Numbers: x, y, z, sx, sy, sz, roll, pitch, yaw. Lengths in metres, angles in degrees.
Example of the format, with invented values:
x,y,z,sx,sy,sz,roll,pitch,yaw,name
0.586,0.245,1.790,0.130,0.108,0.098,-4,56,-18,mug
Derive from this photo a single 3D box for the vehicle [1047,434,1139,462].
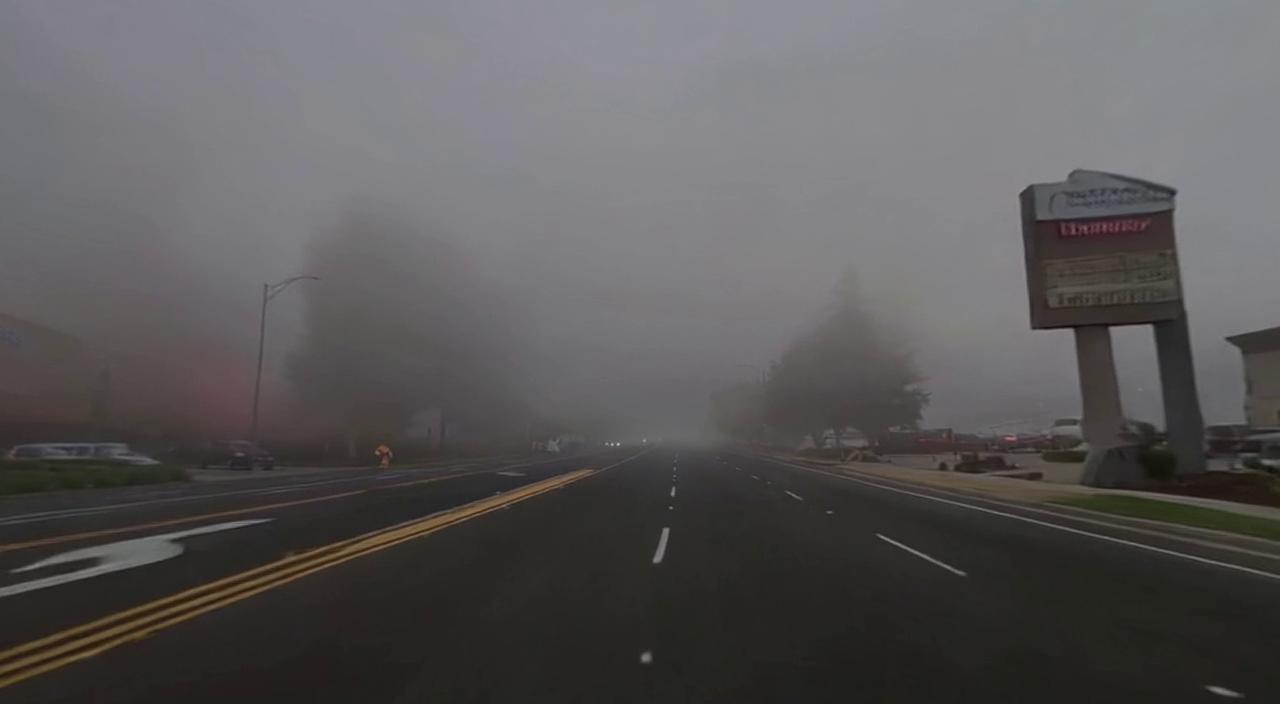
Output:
x,y,z,sx,sy,sz,roll,pitch,yaw,name
28.049,5.978,39.359,2.129,1.652,5.150,0,-9,3,vehicle

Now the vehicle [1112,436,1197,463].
x,y,z,sx,sy,sz,roll,pitch,yaw,name
31.228,5.927,38.530,1.825,1.572,4.229,0,-9,4,vehicle

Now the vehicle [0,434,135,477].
x,y,z,sx,sy,sz,roll,pitch,yaw,name
-25.590,4.585,28.029,4.620,1.801,2.017,0,-9,3,vehicle

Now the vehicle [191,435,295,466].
x,y,z,sx,sy,sz,roll,pitch,yaw,name
-27.170,6.753,43.502,2.139,1.987,5.536,-5,-10,32,vehicle

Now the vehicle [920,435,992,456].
x,y,z,sx,sy,sz,roll,pitch,yaw,name
22.343,6.618,44.761,4.095,1.386,1.784,0,-8,1,vehicle
